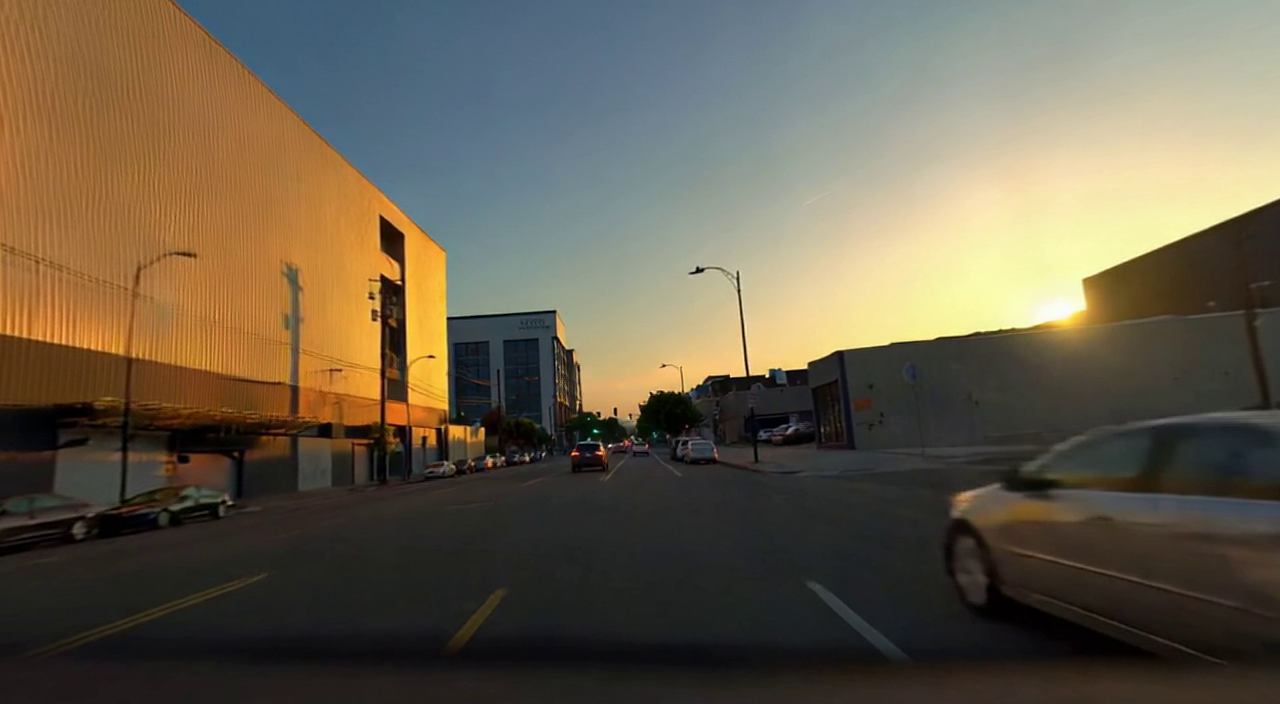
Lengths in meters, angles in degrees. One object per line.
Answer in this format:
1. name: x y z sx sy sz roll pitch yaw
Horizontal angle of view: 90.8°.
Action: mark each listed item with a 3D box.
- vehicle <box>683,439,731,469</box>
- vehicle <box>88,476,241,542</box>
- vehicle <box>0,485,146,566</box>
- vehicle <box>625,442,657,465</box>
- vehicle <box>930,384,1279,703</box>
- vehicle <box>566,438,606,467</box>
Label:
1. vehicle: 3.599 5.609 34.854 2.042 1.487 5.033 -1 -8 -1
2. vehicle: -15.625 5.126 21.098 1.793 1.437 4.415 -6 -7 -1
3. vehicle: -15.691 4.339 16.025 2.081 1.549 5.190 0 -8 0
4. vehicle: 0.018 6.918 43.287 2.099 1.470 4.270 0 -8 -1
5. vehicle: 3.394 0.900 2.587 2.057 1.490 4.422 0 -8 -4
6. vehicle: -3.551 6.772 42.636 2.348 1.831 4.737 0 -8 -1
